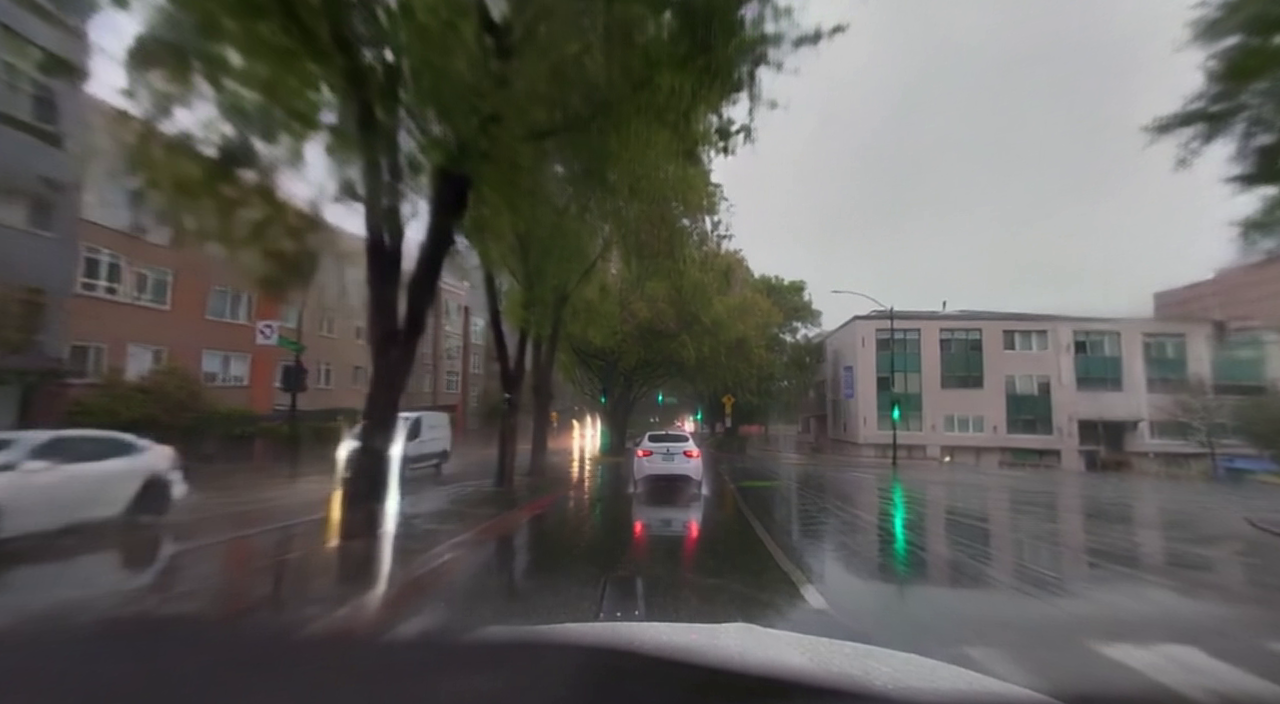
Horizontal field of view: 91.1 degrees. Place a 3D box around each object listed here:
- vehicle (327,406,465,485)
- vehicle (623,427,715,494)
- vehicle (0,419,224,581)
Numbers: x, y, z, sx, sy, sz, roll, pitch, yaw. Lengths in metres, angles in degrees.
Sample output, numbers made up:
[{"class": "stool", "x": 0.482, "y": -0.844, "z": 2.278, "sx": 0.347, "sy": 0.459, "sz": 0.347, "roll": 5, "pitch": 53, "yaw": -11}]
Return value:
[{"class": "vehicle", "x": -7.091, "y": 2.755, "z": 18.959, "sx": 2.310, "sy": 2.045, "sz": 4.763, "roll": 0, "pitch": -7, "yaw": -1}, {"class": "vehicle", "x": 0.687, "y": 2.552, "z": 15.460, "sx": 1.950, "sy": 1.401, "sz": 4.159, "roll": 0, "pitch": -7, "yaw": 2}, {"class": "vehicle", "x": -6.957, "y": 1.502, "z": 6.869, "sx": 1.884, "sy": 1.509, "sz": 4.416, "roll": 0, "pitch": -7, "yaw": -2}]
